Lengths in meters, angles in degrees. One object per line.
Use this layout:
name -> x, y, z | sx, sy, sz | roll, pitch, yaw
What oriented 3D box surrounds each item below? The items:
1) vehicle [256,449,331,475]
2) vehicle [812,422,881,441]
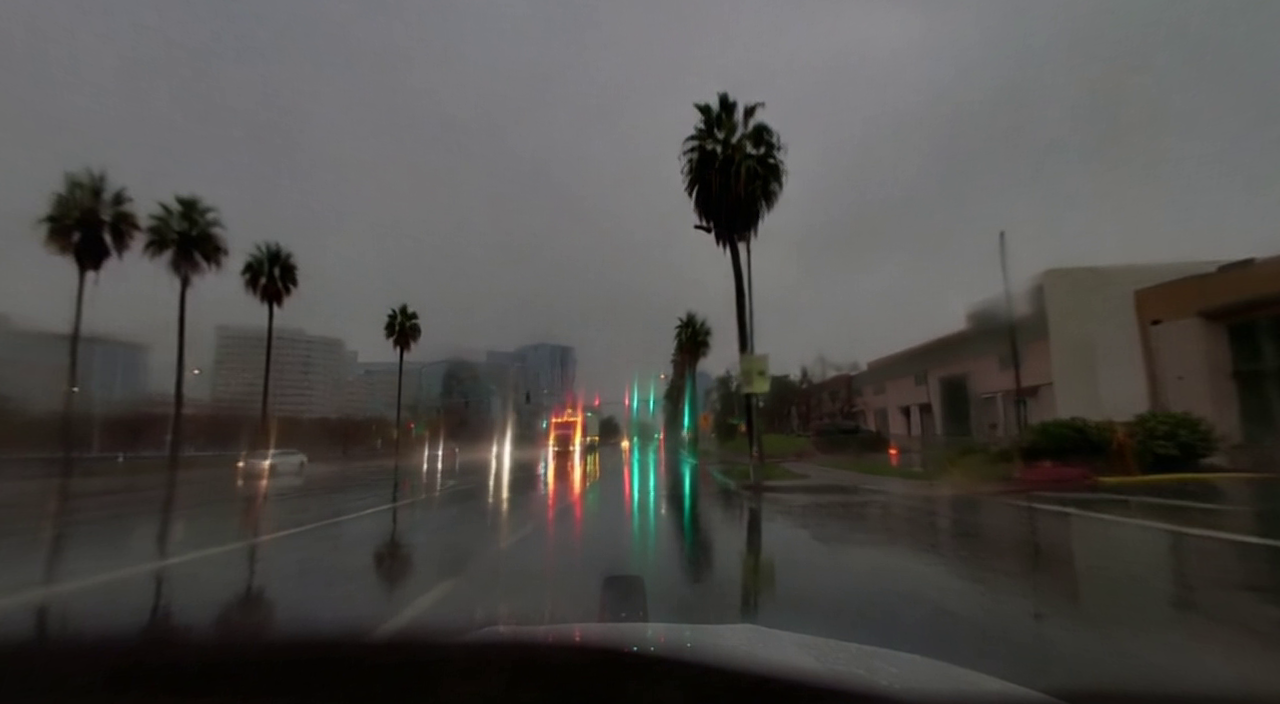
vehicle -> -21.783, 6.936, 39.695 | 1.945, 1.504, 4.566 | -1, -9, 3
vehicle -> 16.026, 6.183, 48.943 | 4.663, 1.457, 2.045 | -1, -7, 3
